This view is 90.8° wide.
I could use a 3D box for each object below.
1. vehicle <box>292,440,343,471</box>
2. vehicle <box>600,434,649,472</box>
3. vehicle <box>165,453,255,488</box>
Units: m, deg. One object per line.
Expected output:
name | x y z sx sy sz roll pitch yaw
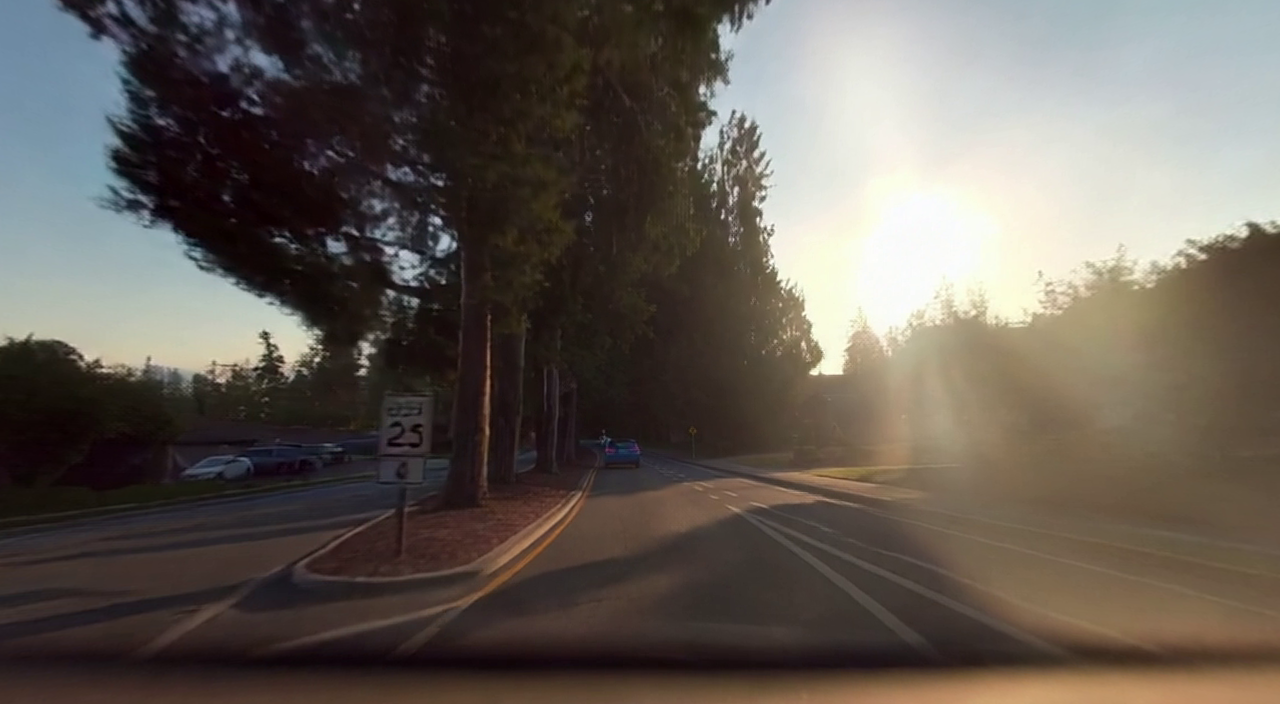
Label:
vehicle | -23.718 7.616 46.709 2.076 2.085 5.241 4 -9 -13
vehicle | -0.829 4.971 31.168 2.216 1.708 4.110 1 -9 -4
vehicle | -20.897 5.743 30.951 1.792 1.471 4.511 2 -9 -8
